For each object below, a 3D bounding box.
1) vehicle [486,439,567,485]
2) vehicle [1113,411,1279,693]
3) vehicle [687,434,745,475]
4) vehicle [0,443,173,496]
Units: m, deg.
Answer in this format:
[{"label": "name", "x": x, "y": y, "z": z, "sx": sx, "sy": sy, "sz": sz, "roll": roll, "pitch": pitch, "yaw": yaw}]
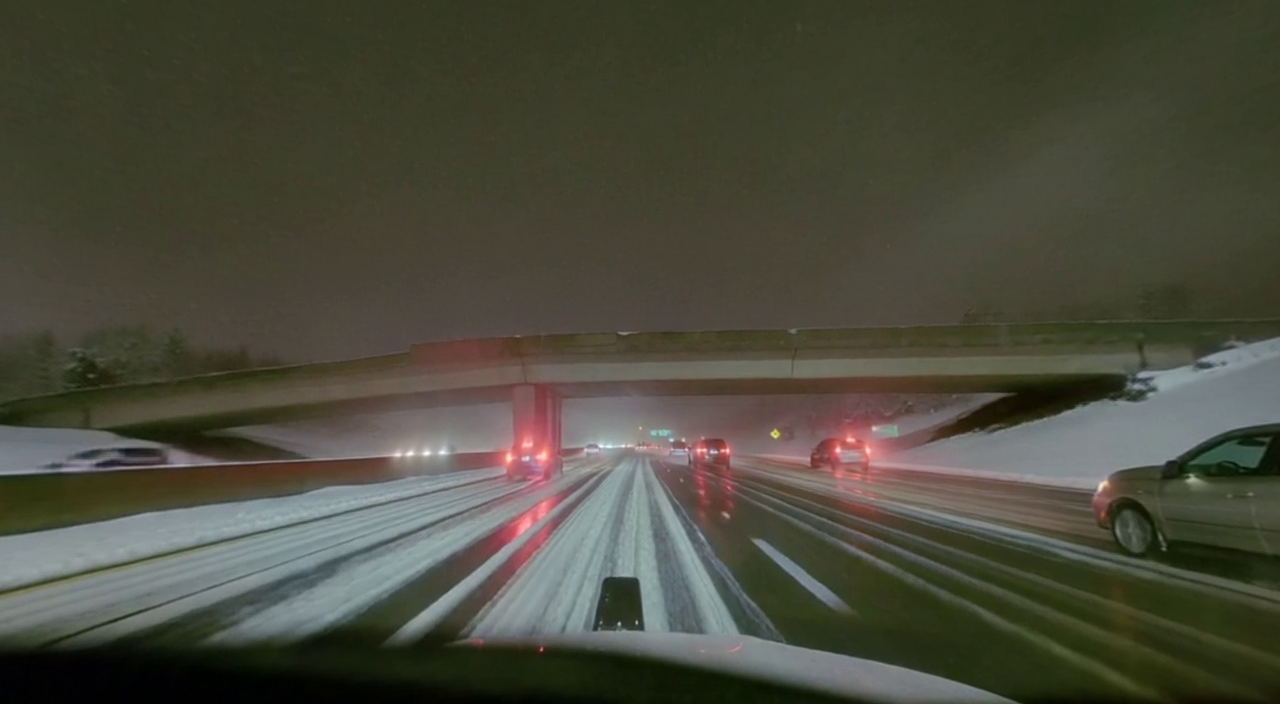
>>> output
[{"label": "vehicle", "x": -4.006, "y": 3.989, "z": 23.205, "sx": 1.997, "sy": 1.476, "sz": 4.703, "roll": 0, "pitch": -8, "yaw": 1}, {"label": "vehicle", "x": 4.323, "y": 0.898, "z": 2.277, "sx": 1.989, "sy": 1.472, "sz": 4.322, "roll": 0, "pitch": -8, "yaw": 2}, {"label": "vehicle", "x": 3.465, "y": 4.792, "z": 29.692, "sx": 2.072, "sy": 1.761, "sz": 4.242, "roll": 0, "pitch": -8, "yaw": -2}, {"label": "vehicle", "x": -17.198, "y": 3.581, "z": 19.705, "sx": 1.877, "sy": 1.456, "sz": 4.569, "roll": 0, "pitch": -9, "yaw": -3}]
